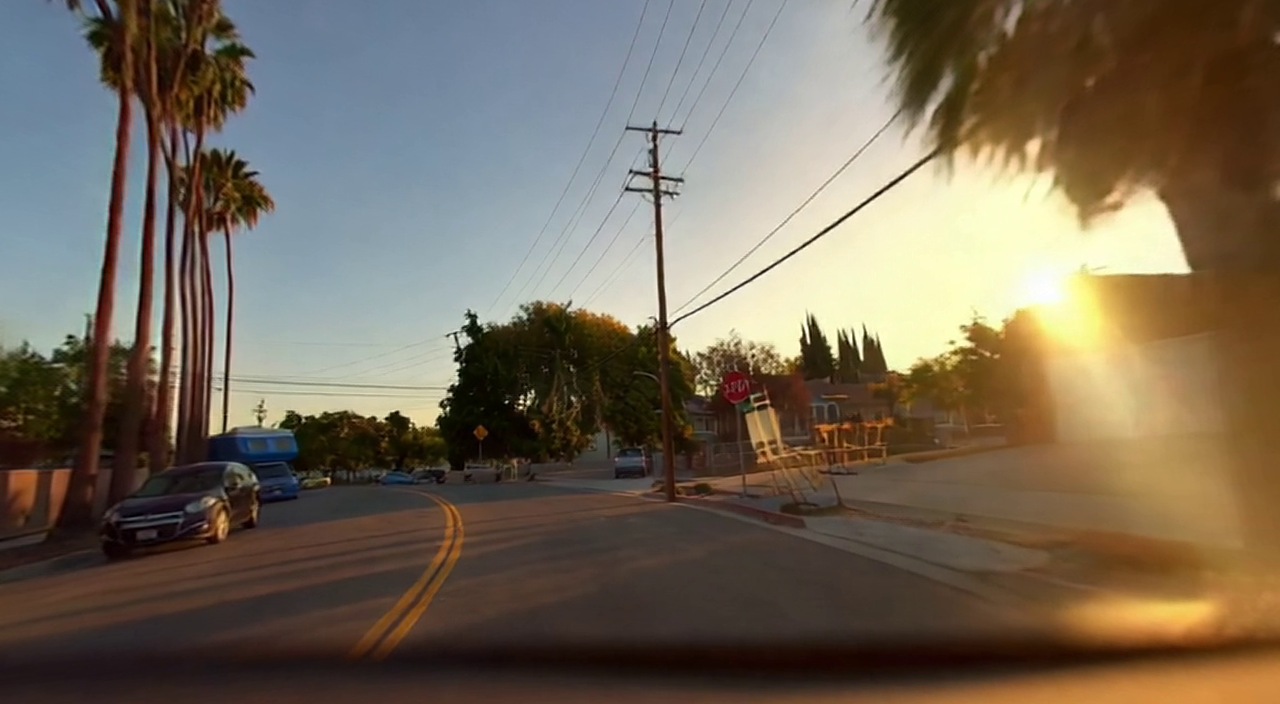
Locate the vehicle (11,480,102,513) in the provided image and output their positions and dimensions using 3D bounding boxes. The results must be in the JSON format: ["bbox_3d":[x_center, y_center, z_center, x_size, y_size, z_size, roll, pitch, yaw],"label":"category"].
[{"bbox_3d":[-42.973,10.589,46.508,5.757,2.044,2.213,-3,-8,18],"label":"vehicle"}]

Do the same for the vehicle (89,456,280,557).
[{"bbox_3d":[-9.159,3.034,13.213,2.085,1.545,4.340,2,-8,-20],"label":"vehicle"}]

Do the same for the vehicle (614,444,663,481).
[{"bbox_3d":[-0.190,6.501,37.692,2.508,1.887,5.930,0,-8,-4],"label":"vehicle"}]
